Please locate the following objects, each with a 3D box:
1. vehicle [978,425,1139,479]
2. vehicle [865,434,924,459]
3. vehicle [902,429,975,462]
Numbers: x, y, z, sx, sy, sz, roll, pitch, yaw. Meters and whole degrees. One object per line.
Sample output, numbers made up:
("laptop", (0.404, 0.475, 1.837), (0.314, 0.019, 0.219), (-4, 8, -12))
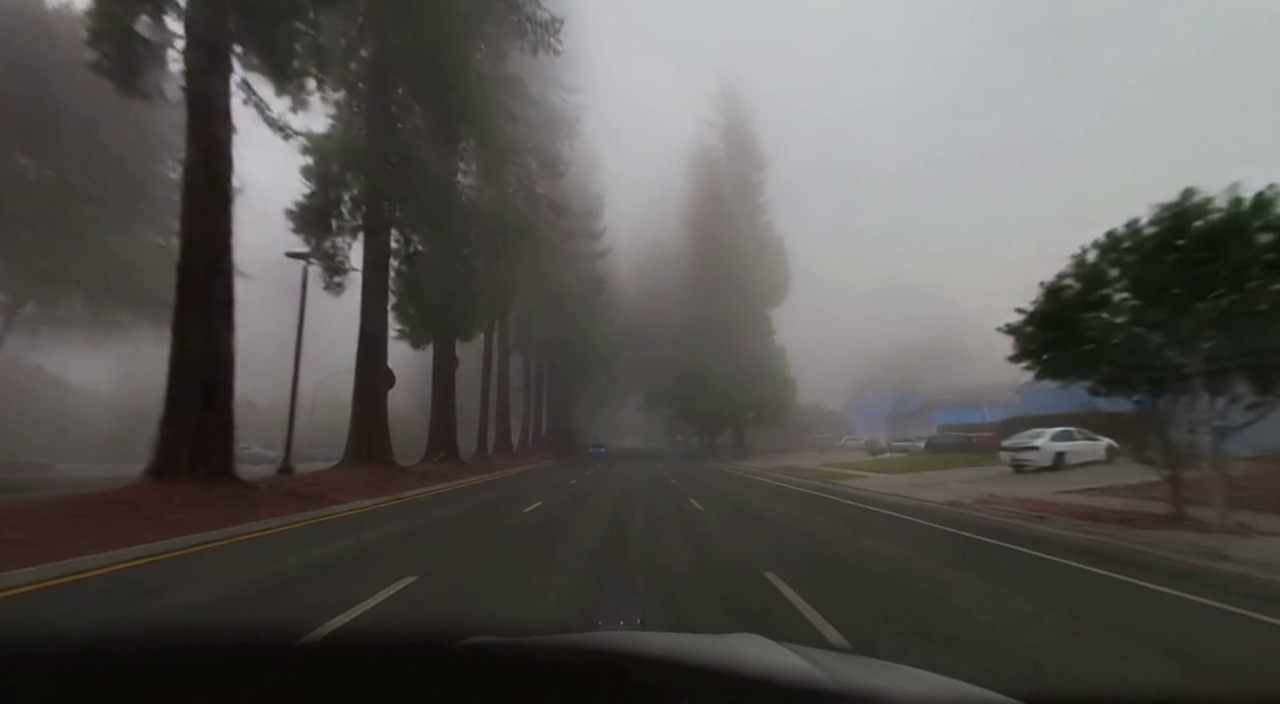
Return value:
("vehicle", (12.604, 2.997, 18.945), (4.630, 1.461, 1.817), (4, -9, -26))
("vehicle", (16.394, 6.161, 40.882), (1.968, 1.511, 4.497), (0, -9, 0))
("vehicle", (16.342, 5.144, 34.769), (2.046, 1.714, 4.199), (0, -8, 1))
